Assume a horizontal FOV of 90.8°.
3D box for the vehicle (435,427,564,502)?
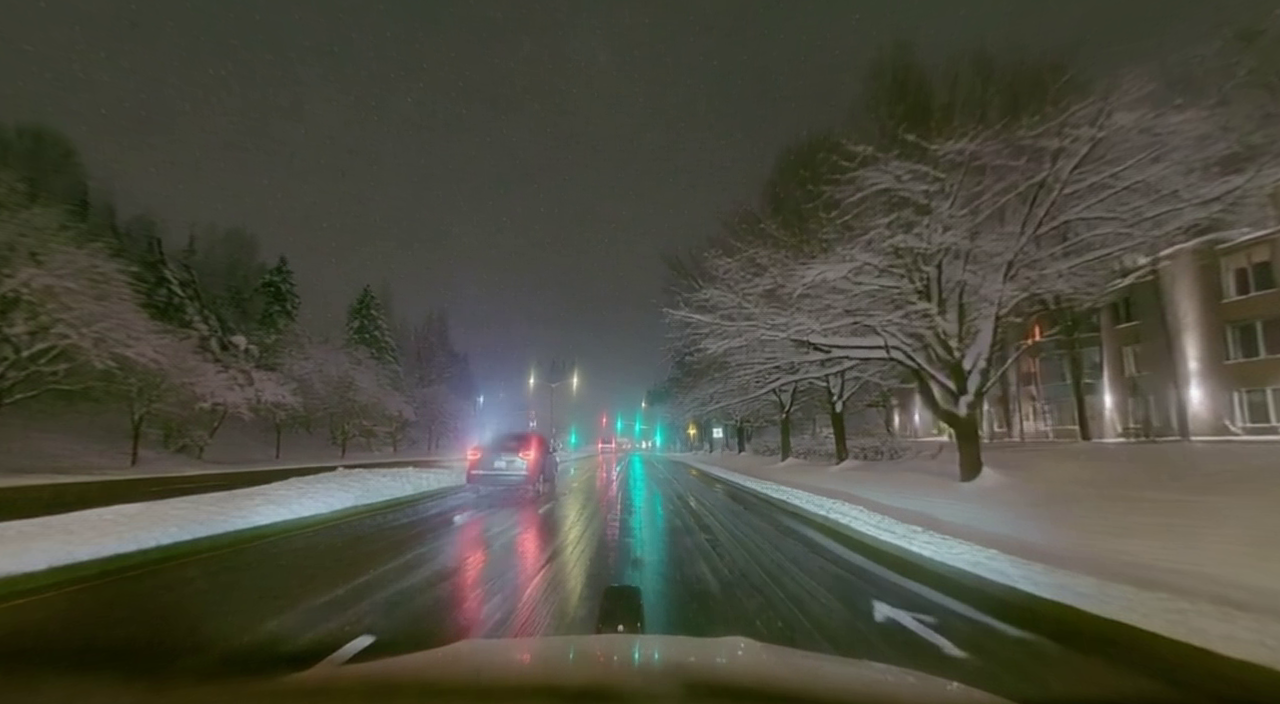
[{"bbox_3d":[-3.471,2.914,16.743,2.202,1.685,4.772,0,-8,1],"label":"vehicle"}]
